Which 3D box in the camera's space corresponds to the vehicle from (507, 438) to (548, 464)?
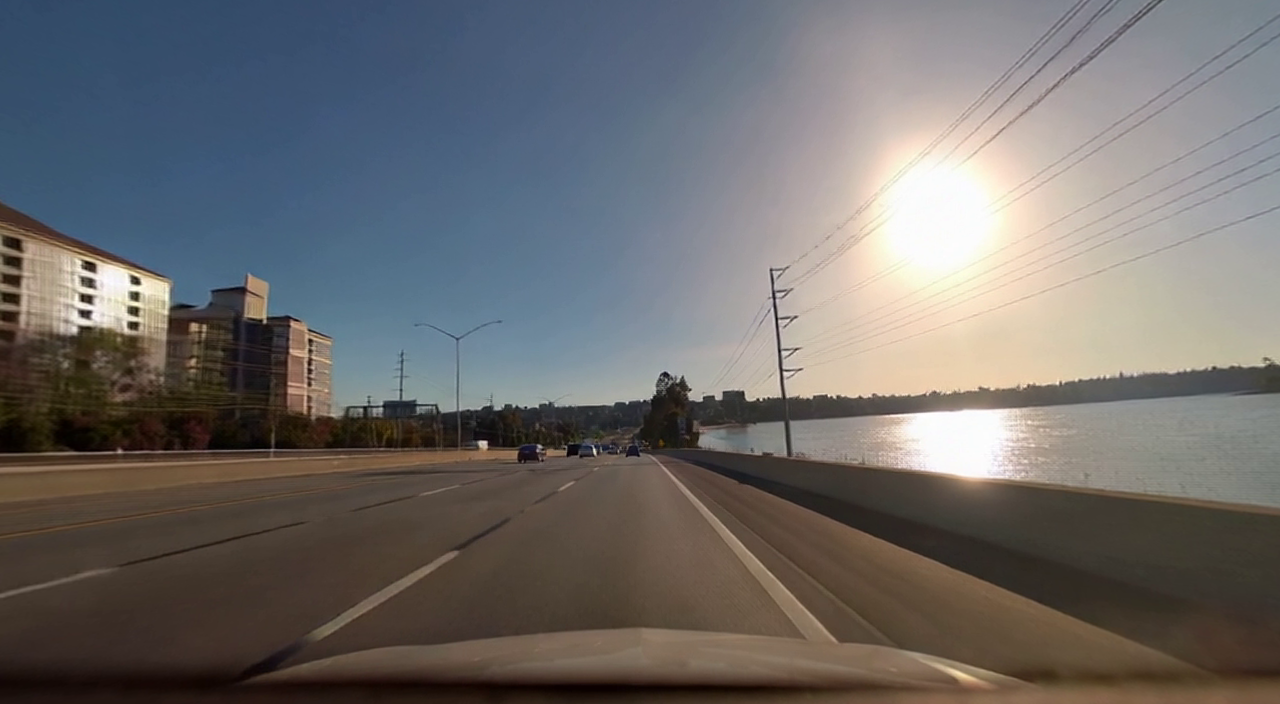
[{"bbox_3d":[-7.488,6.606,42.194,1.946,1.590,4.042,0,-8,1],"label":"vehicle"}]
